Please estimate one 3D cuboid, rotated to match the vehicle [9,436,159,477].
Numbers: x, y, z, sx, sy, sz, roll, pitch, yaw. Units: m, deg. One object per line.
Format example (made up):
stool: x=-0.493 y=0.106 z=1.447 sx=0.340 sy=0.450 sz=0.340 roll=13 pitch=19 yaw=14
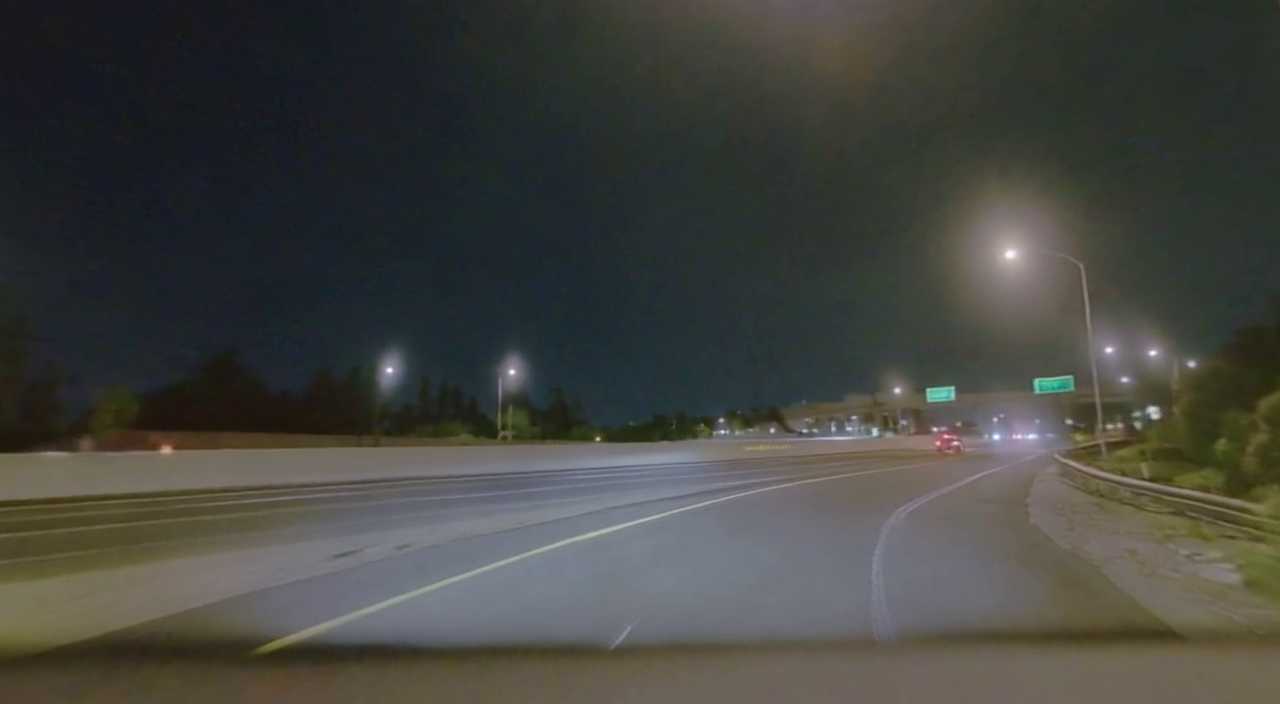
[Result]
vehicle: x=-23.565 y=4.417 z=26.871 sx=1.922 sy=1.597 sz=4.433 roll=-8 pitch=-11 yaw=40
